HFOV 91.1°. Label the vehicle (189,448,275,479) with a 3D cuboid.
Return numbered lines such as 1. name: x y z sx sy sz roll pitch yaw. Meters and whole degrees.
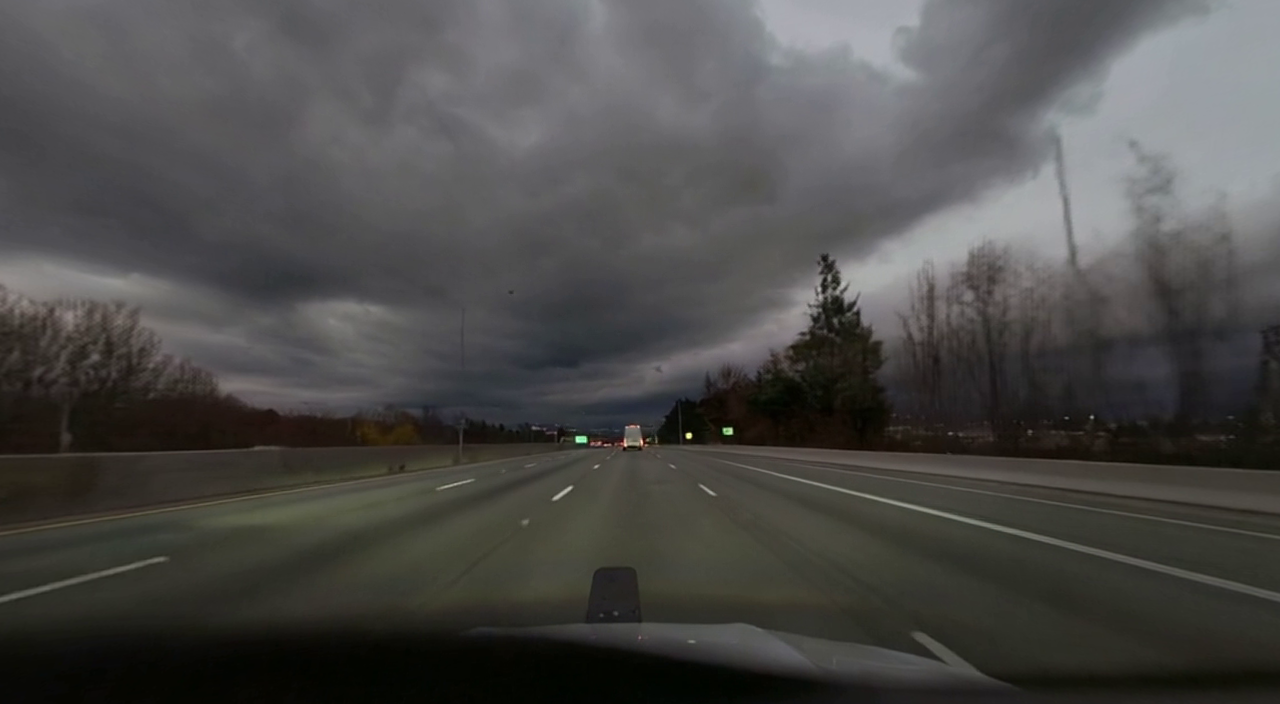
1. vehicle: -22.922 6.245 35.578 1.980 1.546 4.367 0 -8 -1
